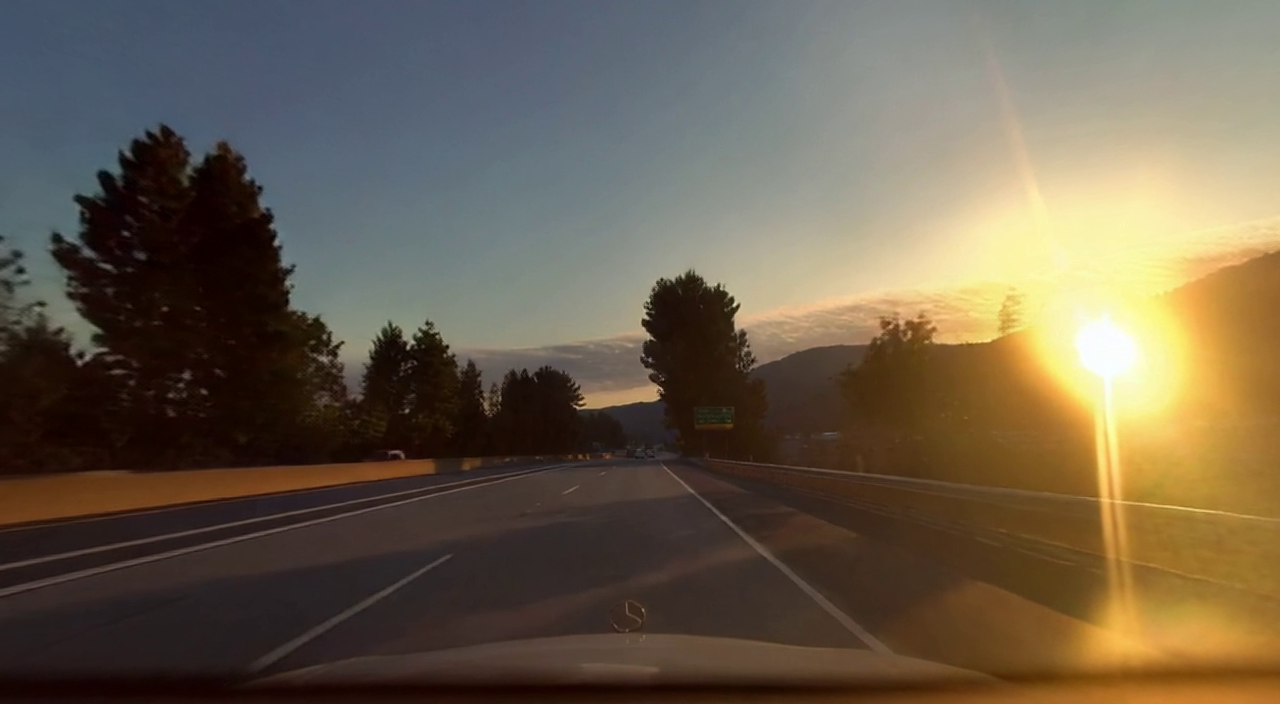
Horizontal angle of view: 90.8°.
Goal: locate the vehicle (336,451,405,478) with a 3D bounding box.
[{"bbox_3d":[-16.042,6.689,37.790,2.139,1.476,4.335,0,-9,1],"label":"vehicle"}]
